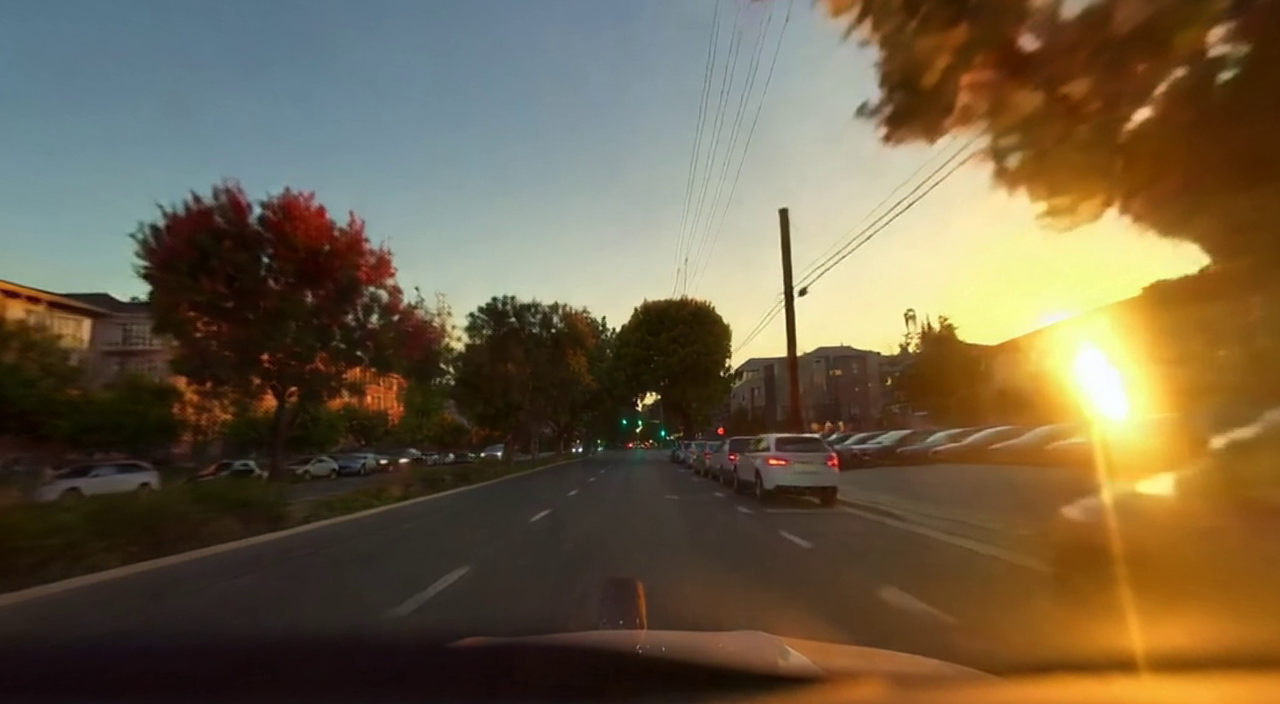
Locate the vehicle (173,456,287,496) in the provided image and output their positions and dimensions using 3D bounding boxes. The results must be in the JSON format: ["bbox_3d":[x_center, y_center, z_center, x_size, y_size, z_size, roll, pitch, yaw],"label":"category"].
[{"bbox_3d":[-17.872,5.397,27.865,1.932,1.510,4.685,0,-8,-1],"label":"vehicle"}]

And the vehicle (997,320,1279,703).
[{"bbox_3d":[3.561,0.669,1.925,2.012,1.748,4.849,0,-8,-1],"label":"vehicle"}]

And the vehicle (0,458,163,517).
[{"bbox_3d":[-17.912,4.183,20.083,1.826,1.544,4.680,0,-8,0],"label":"vehicle"}]

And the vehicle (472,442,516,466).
[{"bbox_3d":[-11.412,8.002,49.634,2.127,1.752,4.889,0,-8,2],"label":"vehicle"}]

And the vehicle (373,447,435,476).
[{"bbox_3d":[-14.560,6.767,39.282,2.150,1.700,4.442,0,-8,0],"label":"vehicle"}]

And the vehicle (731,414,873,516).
[{"bbox_3d":[3.397,2.463,14.217,1.935,1.920,4.397,0,-8,-1],"label":"vehicle"}]

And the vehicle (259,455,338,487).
[{"bbox_3d":[-17.917,6.236,33.398,1.780,1.463,4.573,0,-8,-2],"label":"vehicle"}]
